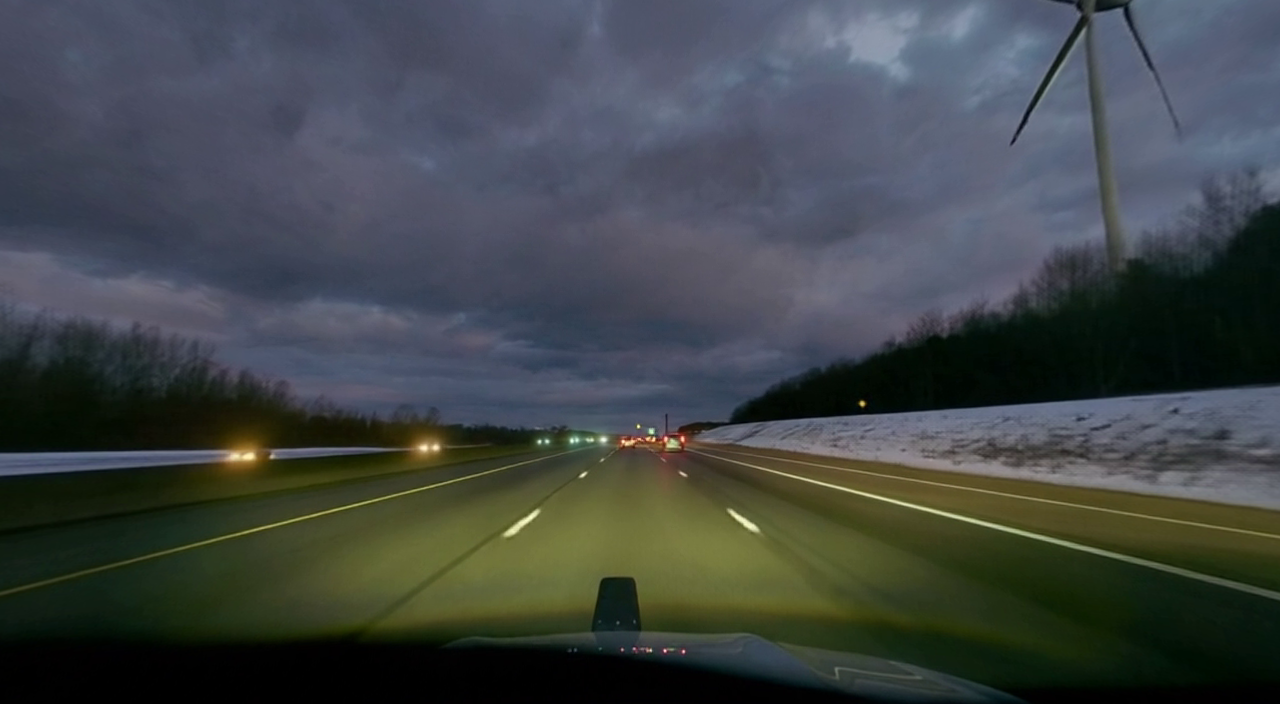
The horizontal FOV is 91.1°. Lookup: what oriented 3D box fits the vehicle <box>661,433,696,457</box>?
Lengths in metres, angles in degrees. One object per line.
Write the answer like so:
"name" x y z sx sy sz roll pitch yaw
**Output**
"vehicle" 2.615 6.466 43.915 2.041 1.551 3.974 0 -8 -3
